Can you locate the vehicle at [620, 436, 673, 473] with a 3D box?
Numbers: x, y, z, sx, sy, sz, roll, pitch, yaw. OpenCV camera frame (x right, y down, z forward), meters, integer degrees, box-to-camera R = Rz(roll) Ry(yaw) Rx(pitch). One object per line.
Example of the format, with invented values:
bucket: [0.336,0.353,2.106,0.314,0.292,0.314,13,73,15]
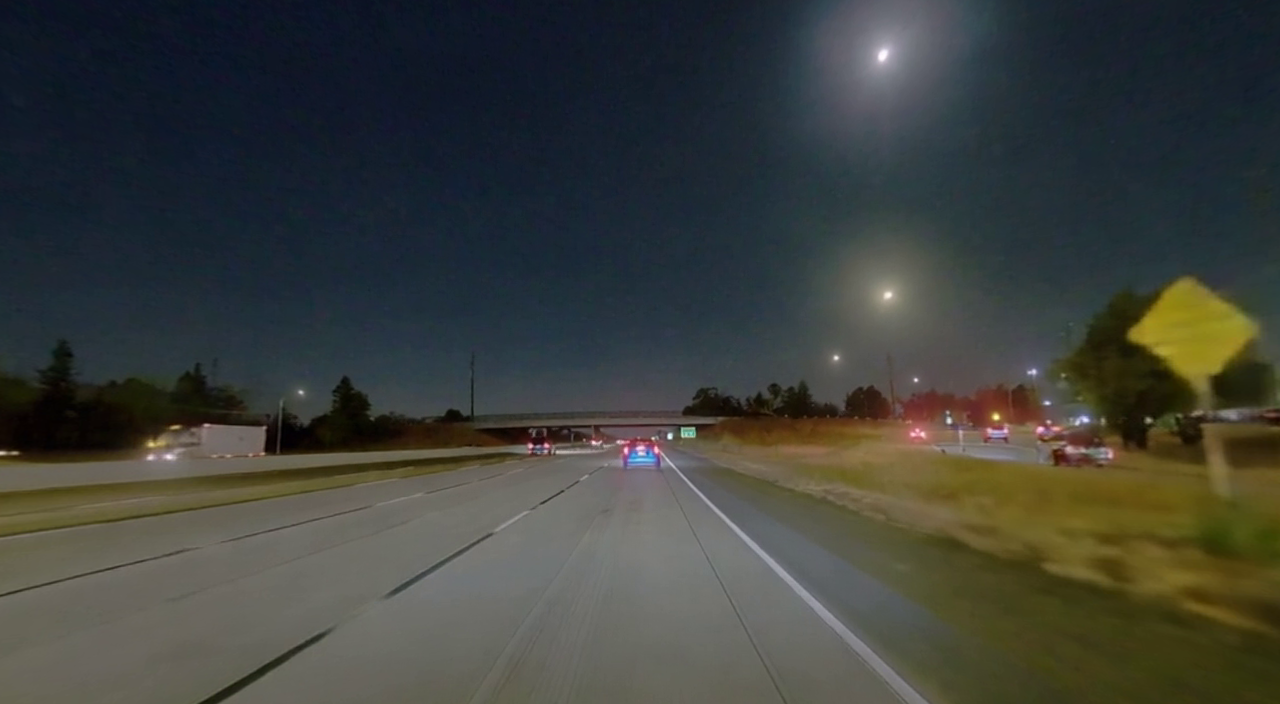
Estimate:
vehicle: [0.256,4.401,27.311,2.145,1.493,4.146,0,-8,0]

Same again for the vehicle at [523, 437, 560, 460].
vehicle: [-7.481,7.358,48.196,2.067,1.682,4.388,0,-8,1]

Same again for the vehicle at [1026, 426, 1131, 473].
vehicle: [18.415,4.098,26.788,2.095,1.674,4.530,2,-8,13]
